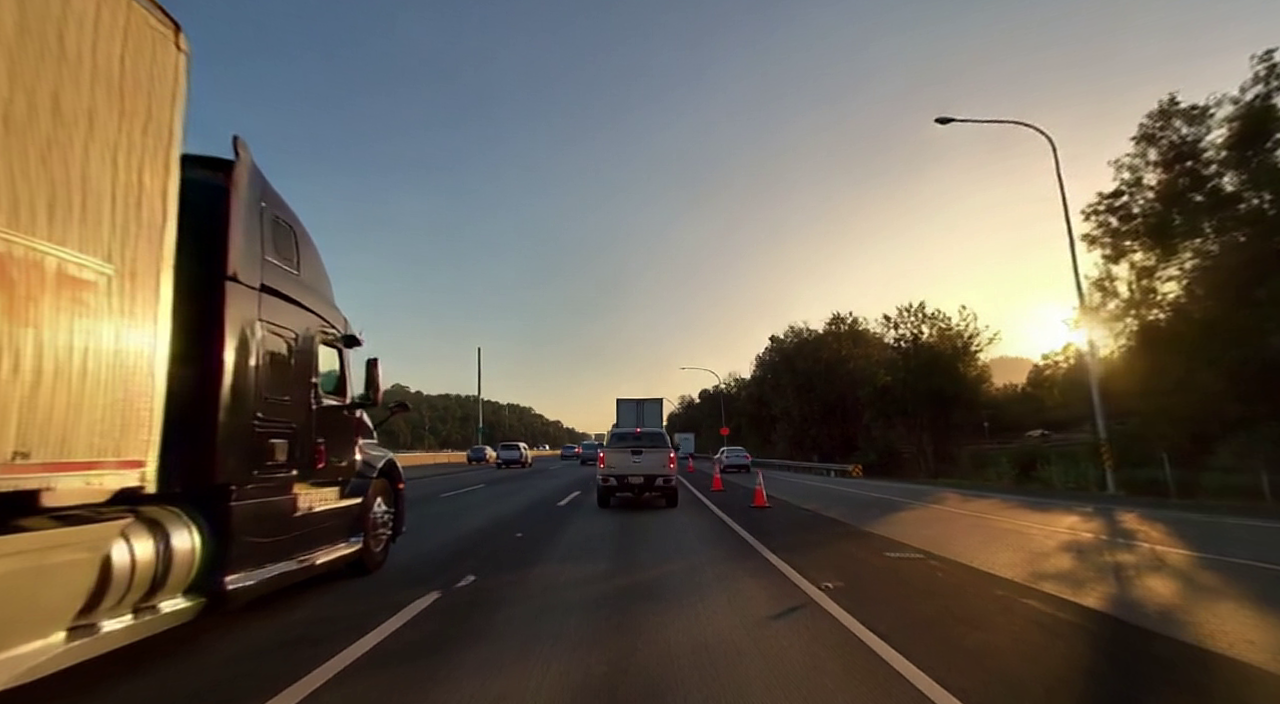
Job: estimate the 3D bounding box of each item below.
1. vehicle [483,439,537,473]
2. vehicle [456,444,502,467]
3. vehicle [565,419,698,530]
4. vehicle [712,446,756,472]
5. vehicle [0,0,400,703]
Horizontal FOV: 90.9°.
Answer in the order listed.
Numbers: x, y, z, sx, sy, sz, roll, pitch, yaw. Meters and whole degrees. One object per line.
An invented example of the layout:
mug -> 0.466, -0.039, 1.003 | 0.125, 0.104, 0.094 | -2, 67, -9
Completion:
vehicle -> -7.103, 5.735, 34.894 | 1.950, 1.716, 4.436 | 0, -9, 1
vehicle -> -11.078, 7.155, 43.675 | 1.985, 1.496, 4.583 | 0, -9, 0
vehicle -> -0.141, 2.284, 12.254 | 2.152, 1.779, 3.924 | 0, -9, 0
vehicle -> 5.688, 6.533, 38.667 | 1.918, 1.479, 4.571 | 0, -9, -1
vehicle -> -3.843, -0.109, 1.556 | 2.990, 3.885, 8.243 | 0, -9, 2
